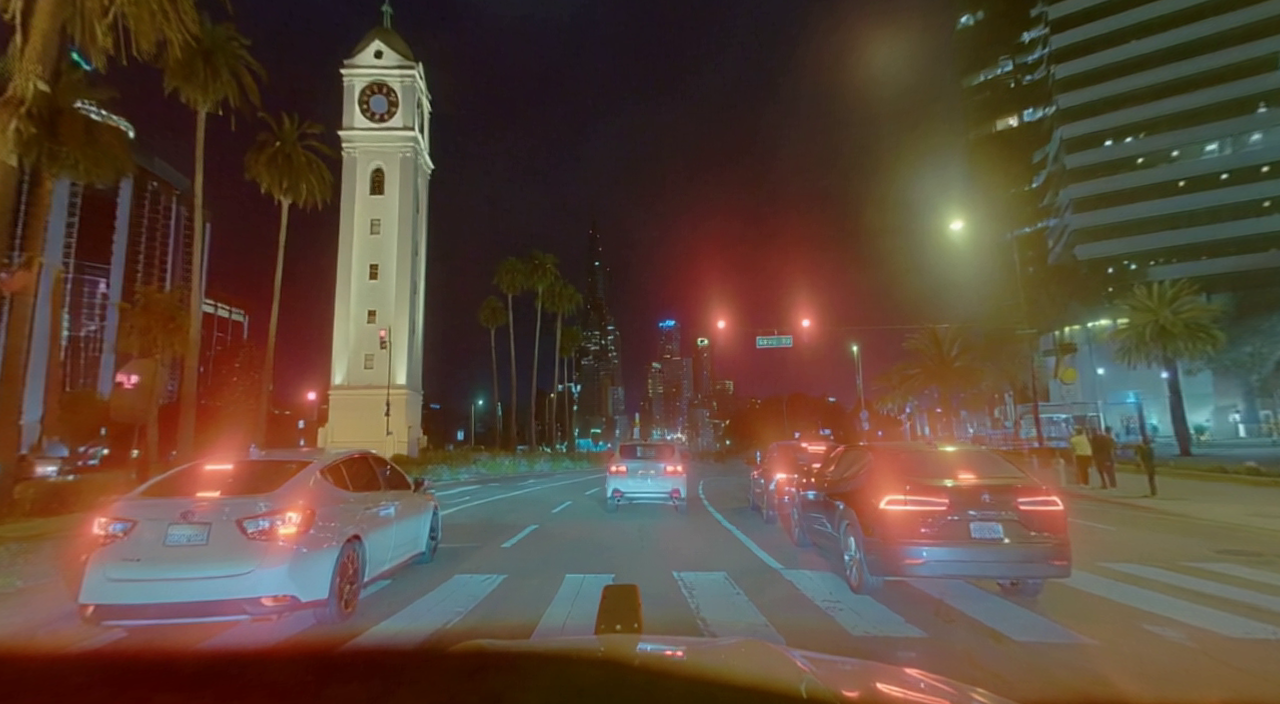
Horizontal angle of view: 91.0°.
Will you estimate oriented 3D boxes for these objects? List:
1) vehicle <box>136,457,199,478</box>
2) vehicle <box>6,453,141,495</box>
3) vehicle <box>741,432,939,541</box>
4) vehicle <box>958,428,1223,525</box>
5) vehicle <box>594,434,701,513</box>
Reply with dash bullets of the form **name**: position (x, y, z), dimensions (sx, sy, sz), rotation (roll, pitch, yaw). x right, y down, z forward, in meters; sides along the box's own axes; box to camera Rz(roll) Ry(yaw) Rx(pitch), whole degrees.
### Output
- **vehicle**: position (-36.836, 8.984, 49.209), dimensions (1.700, 1.527, 4.445), rotation (1, -9, -4)
- **vehicle**: position (-26.696, 5.723, 29.957), dimensions (2.105, 1.793, 4.812), rotation (0, -9, -3)
- **vehicle**: position (3.090, 2.166, 10.846), dimensions (1.913, 1.469, 4.425), rotation (0, -9, -1)
- **vehicle**: position (8.175, 2.276, 12.060), dimensions (1.859, 1.508, 4.259), rotation (0, -9, -1)
- **vehicle**: position (0.179, 2.611, 13.983), dimensions (2.048, 1.503, 3.681), rotation (0, -9, 1)
